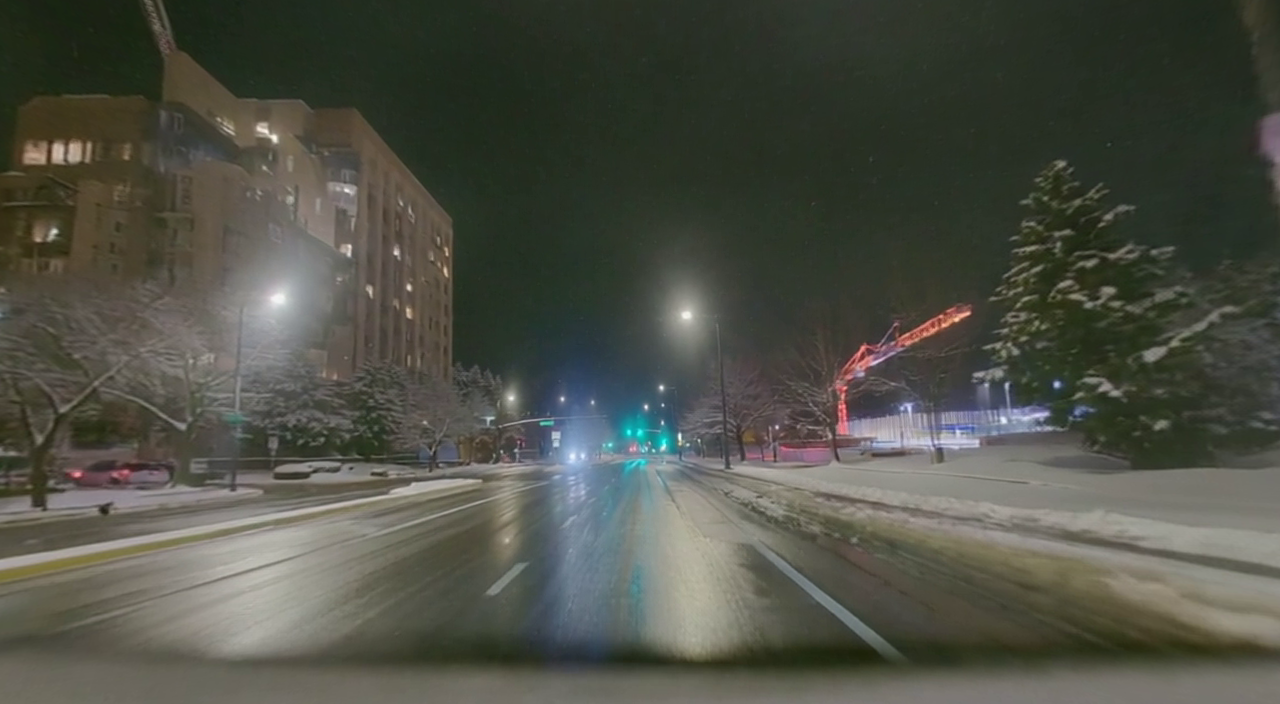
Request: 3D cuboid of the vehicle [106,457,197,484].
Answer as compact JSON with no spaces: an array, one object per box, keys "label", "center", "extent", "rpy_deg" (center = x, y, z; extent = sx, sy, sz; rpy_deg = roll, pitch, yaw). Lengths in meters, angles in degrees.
[{"label":"vehicle","center":[-32.548,7.889,42.078],"extent":[4.308,1.598,1.891],"rpy_deg":[0,-8,-8]}]
